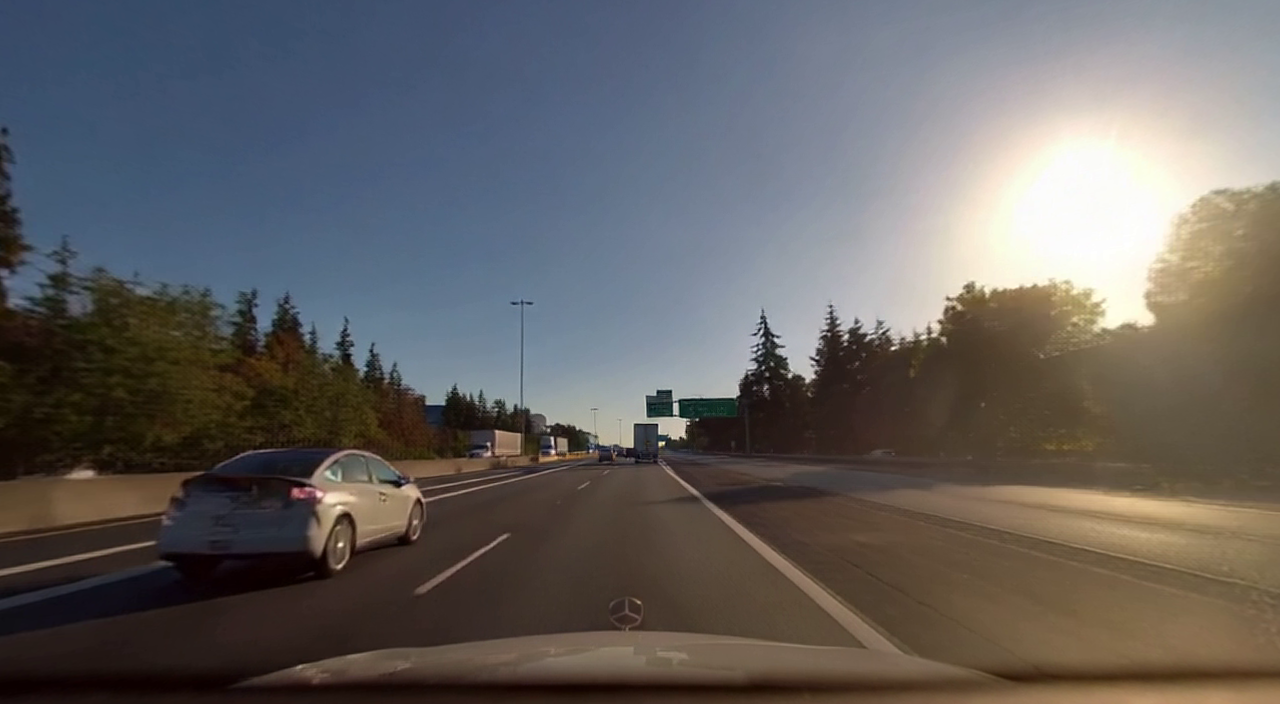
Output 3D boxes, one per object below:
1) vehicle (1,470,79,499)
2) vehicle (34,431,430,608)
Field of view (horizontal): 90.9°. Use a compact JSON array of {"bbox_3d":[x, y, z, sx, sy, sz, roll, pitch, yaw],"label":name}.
[{"bbox_3d":[-41.030,9.013,43.248,1.836,1.680,4.531,2,-9,-15],"label":"vehicle"},{"bbox_3d":[-4.186,1.741,7.481,1.945,1.488,4.043,0,-9,1],"label":"vehicle"}]
